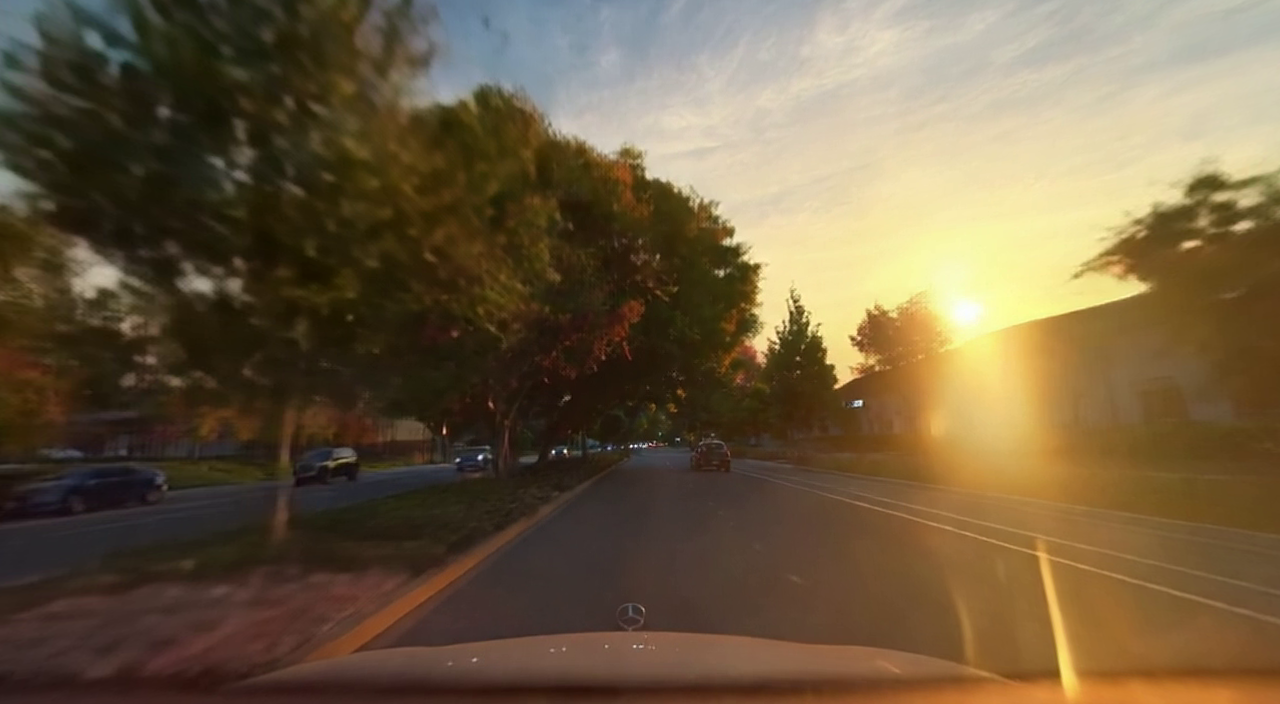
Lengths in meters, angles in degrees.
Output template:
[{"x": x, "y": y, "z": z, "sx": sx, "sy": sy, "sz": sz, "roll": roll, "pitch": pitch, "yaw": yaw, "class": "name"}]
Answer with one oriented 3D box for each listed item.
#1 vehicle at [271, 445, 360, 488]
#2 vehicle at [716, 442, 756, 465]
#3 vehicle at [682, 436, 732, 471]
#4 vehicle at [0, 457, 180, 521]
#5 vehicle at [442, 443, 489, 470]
[{"x": -16.534, "y": 5.827, "z": 32.437, "sx": 2.070, "sy": 1.892, "sz": 4.708, "roll": -2, "pitch": -8, "yaw": 0, "class": "vehicle"}, {"x": 6.613, "y": 7.076, "z": 43.957, "sx": 2.100, "sy": 1.491, "sz": 4.563, "roll": 0, "pitch": -8, "yaw": 0, "class": "vehicle"}, {"x": 3.525, "y": 5.432, "z": 33.926, "sx": 2.143, "sy": 1.759, "sz": 4.378, "roll": 0, "pitch": -8, "yaw": -1, "class": "vehicle"}, {"x": -16.590, "y": 3.979, "z": 18.856, "sx": 2.009, "sy": 1.540, "sz": 4.849, "roll": 0, "pitch": -8, "yaw": 0, "class": "vehicle"}, {"x": -12.141, "y": 7.276, "z": 44.085, "sx": 1.951, "sy": 1.760, "sz": 4.410, "roll": 0, "pitch": -8, "yaw": 1, "class": "vehicle"}]
